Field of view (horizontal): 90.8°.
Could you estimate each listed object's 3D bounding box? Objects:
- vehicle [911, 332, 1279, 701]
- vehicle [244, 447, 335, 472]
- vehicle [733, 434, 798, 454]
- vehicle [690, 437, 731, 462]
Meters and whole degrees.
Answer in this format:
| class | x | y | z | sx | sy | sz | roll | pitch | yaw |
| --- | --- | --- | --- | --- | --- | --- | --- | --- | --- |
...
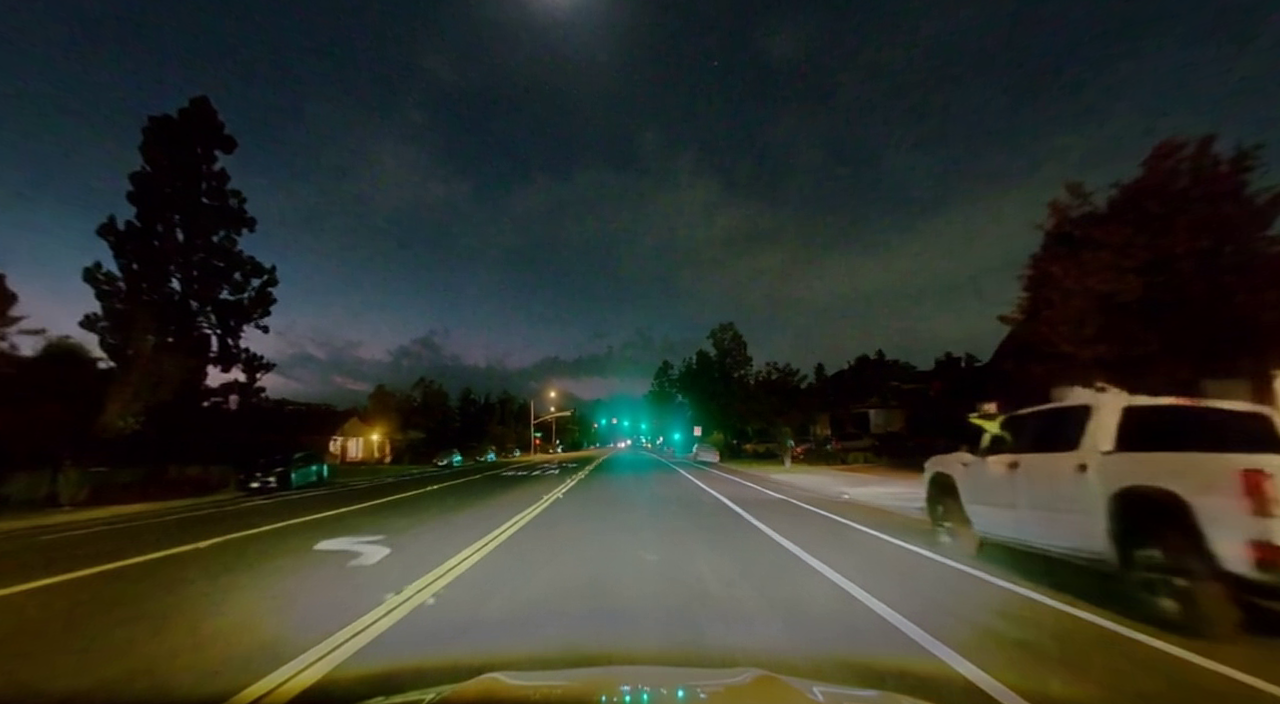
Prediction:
| class | x | y | z | sx | sy | sz | roll | pitch | yaw |
| --- | --- | --- | --- | --- | --- | --- | --- | --- | --- |
| vehicle | 4.400 | 1.023 | 4.504 | 2.293 | 1.858 | 5.868 | 0 | -8 | 0 |
| vehicle | -21.761 | 6.663 | 39.319 | 4.413 | 1.477 | 2.100 | 0 | -8 | 1 |
| vehicle | 9.488 | 7.011 | 48.163 | 4.501 | 1.502 | 1.975 | 0 | -8 | -1 |
| vehicle | 4.198 | 5.885 | 38.247 | 1.970 | 1.455 | 4.233 | 0 | -8 | -1 |
